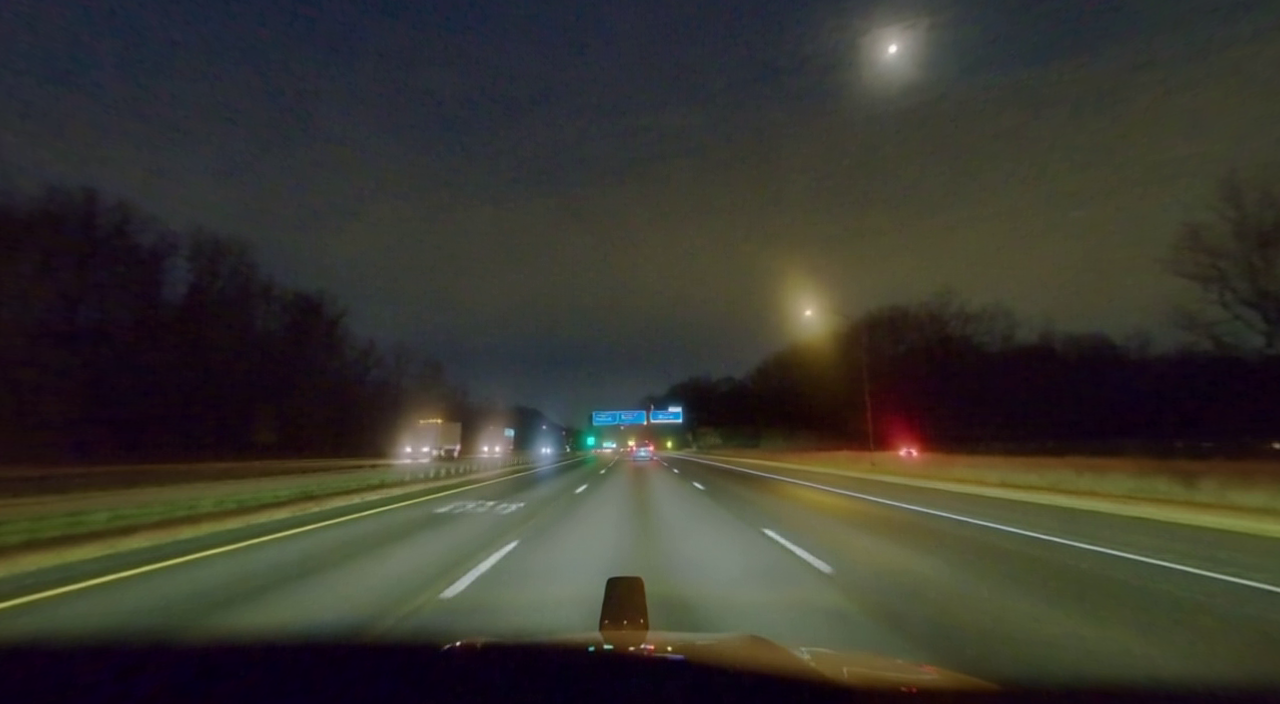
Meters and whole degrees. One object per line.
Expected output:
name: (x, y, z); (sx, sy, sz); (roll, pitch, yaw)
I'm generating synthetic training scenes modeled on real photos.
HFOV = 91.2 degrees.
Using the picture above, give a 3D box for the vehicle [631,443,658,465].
vehicle: (0.302, 7.139, 44.120); (1.859, 1.478, 3.799); (0, -8, 0)
